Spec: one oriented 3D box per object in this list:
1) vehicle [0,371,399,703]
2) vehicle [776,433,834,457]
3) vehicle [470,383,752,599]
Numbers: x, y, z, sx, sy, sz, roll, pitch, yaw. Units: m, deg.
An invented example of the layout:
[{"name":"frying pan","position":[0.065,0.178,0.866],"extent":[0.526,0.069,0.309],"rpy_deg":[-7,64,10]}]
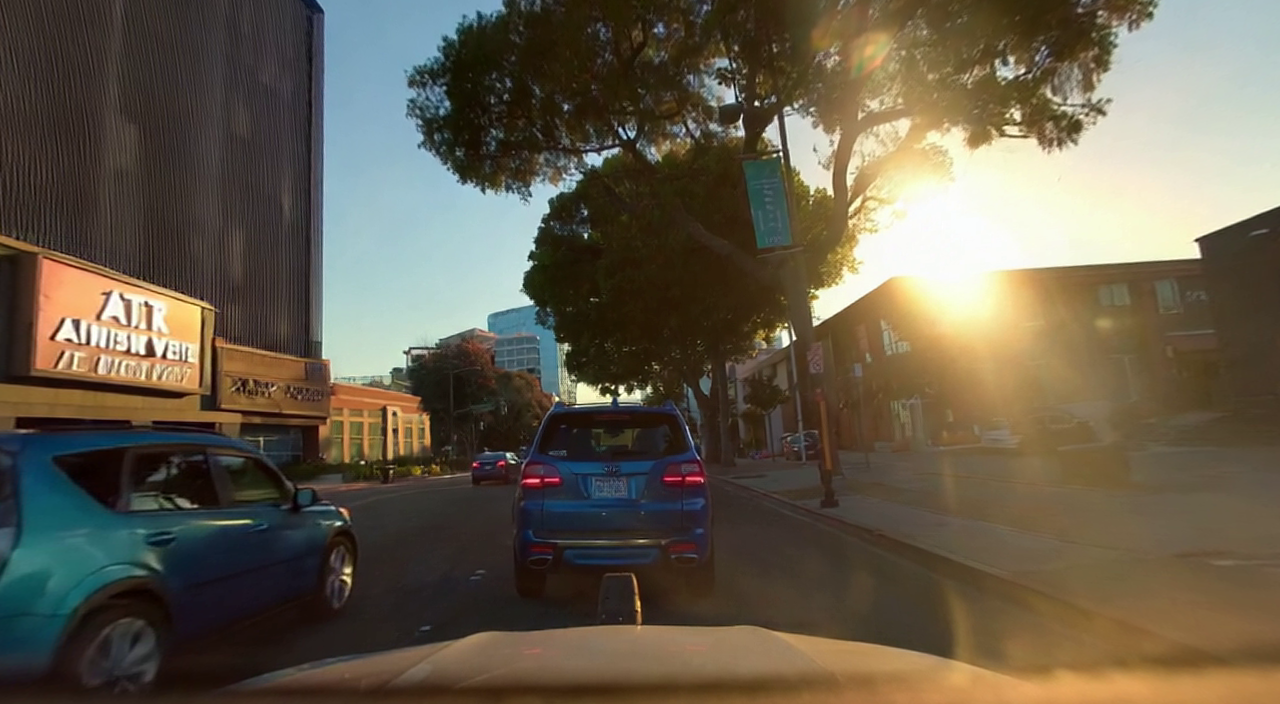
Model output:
[{"name":"vehicle","position":[-3.409,1.203,4.269],"extent":[1.971,1.658,4.428],"rpy_deg":[0,-8,-2]},{"name":"vehicle","position":[10.504,5.929,40.095],"extent":[1.877,1.416,3.965],"rpy_deg":[-8,-12,41]},{"name":"vehicle","position":[-0.343,1.570,7.993],"extent":[2.531,1.930,4.382],"rpy_deg":[0,-8,-2]}]
